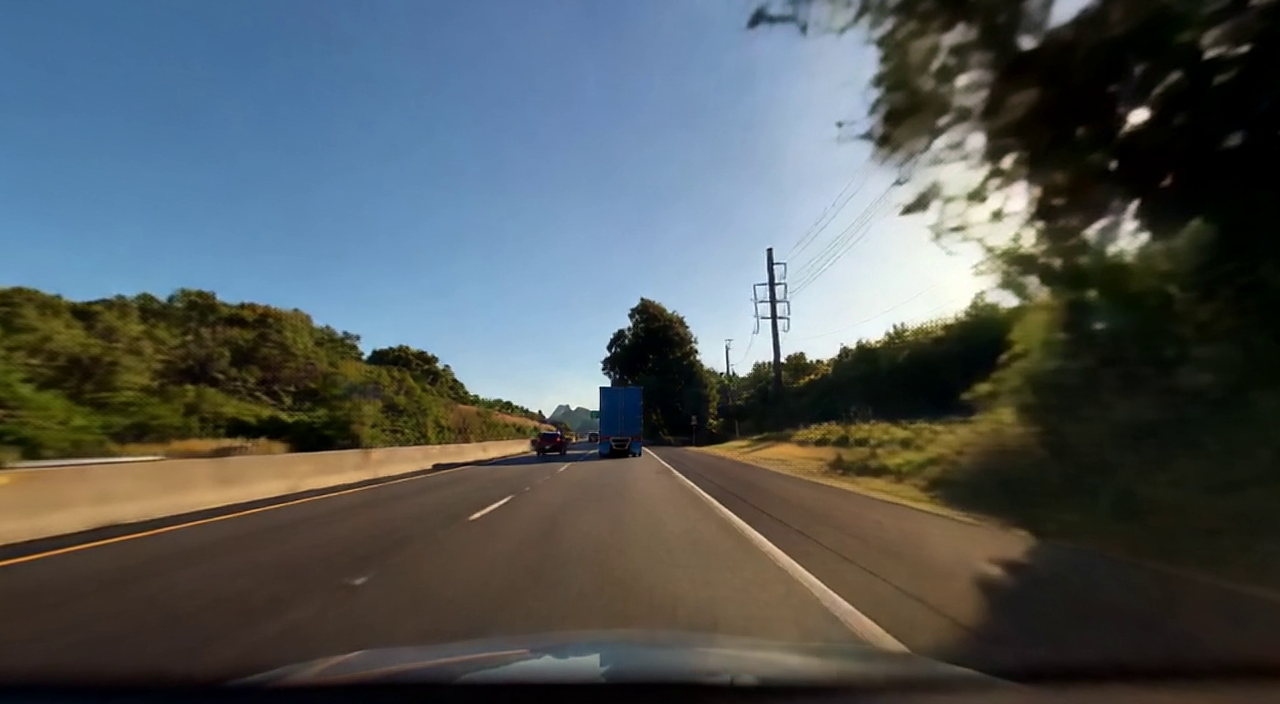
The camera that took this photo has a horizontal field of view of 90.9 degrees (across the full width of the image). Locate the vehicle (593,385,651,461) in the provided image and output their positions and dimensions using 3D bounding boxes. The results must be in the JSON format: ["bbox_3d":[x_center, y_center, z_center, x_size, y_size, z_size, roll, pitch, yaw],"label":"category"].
[{"bbox_3d":[-1.062,4.285,37.068,2.955,3.851,9.915,0,-8,-2],"label":"vehicle"}]

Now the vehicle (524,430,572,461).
[{"bbox_3d":[-5.235,5.378,36.461,2.117,1.618,4.480,0,-8,-1],"label":"vehicle"}]
